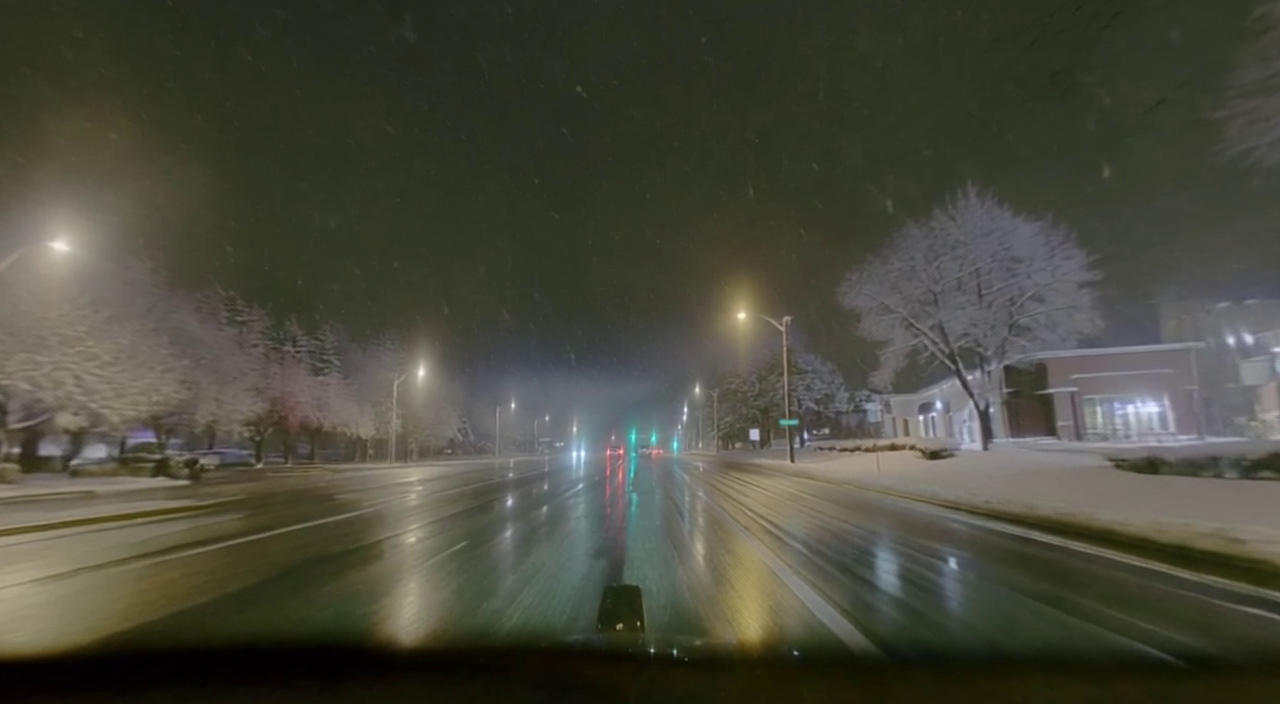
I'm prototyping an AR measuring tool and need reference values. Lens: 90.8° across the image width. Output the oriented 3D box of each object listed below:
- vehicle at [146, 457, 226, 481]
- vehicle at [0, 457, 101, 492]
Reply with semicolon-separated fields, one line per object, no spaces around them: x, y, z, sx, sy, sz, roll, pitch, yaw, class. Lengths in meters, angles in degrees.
-28.863;7.433;40.366;1.882;1.401;4.476;1;-9;-2;vehicle
-29.388;5.862;30.643;1.960;1.478;4.949;0;-9;3;vehicle
